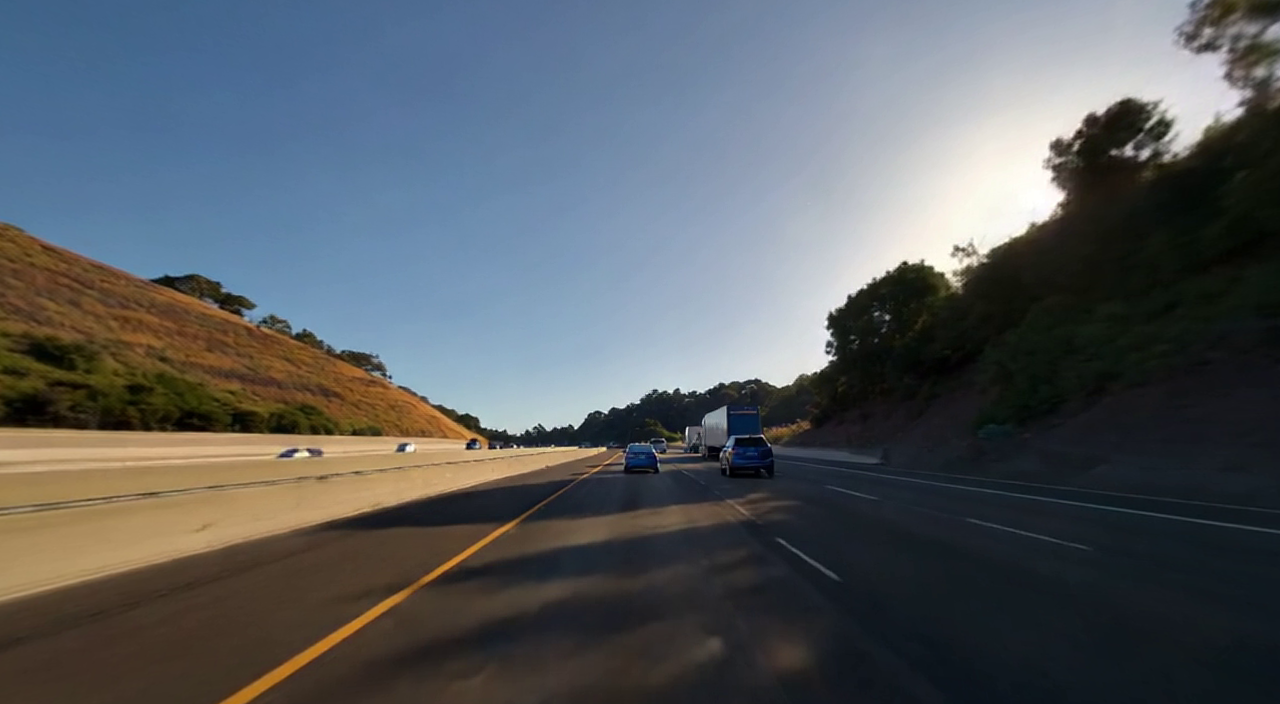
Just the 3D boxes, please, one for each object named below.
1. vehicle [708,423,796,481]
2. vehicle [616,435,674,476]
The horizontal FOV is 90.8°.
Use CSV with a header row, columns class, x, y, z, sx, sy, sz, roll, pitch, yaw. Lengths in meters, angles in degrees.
class,x,y,z,sx,sy,sz,roll,pitch,yaw
vehicle,3.754,3.461,22.089,2.098,1.794,4.561,0,-9,-2
vehicle,0.148,4.033,24.820,2.083,1.477,3.965,0,-8,-1
